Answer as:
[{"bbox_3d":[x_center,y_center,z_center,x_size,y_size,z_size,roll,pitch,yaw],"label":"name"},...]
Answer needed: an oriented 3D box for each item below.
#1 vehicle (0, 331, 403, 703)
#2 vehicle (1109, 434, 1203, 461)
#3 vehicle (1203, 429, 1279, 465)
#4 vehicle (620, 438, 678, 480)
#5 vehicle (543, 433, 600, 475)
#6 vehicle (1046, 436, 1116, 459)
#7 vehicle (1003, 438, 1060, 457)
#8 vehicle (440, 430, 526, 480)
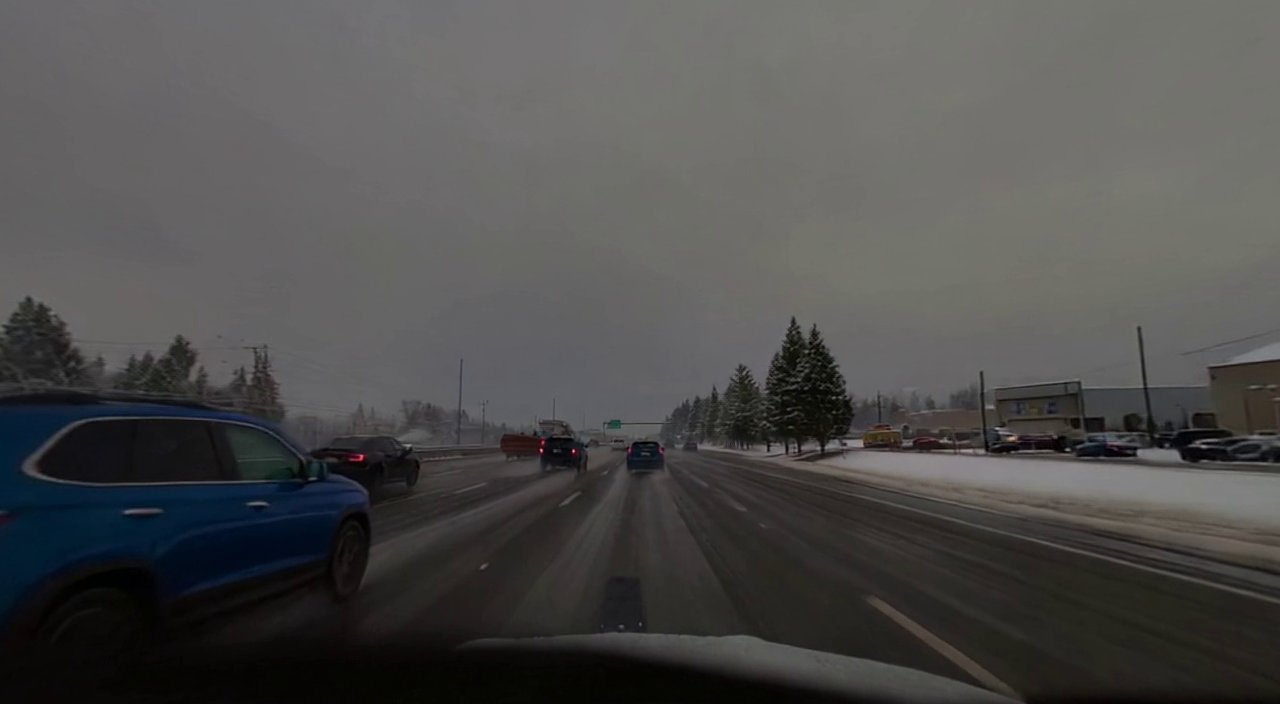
[{"bbox_3d":[-3.232,0.985,3.631,1.961,1.687,4.453,0,-8,0],"label":"vehicle"},{"bbox_3d":[30.433,5.664,37.410,1.838,1.491,4.554,0,-8,2],"label":"vehicle"},{"bbox_3d":[30.334,4.633,30.692,1.843,1.626,4.378,0,-8,1],"label":"vehicle"},{"bbox_3d":[0.338,4.113,24.548,2.090,1.474,3.970,0,-8,0],"label":"vehicle"},{"bbox_3d":[-2.959,4.498,28.048,2.007,1.730,4.412,0,-8,0],"label":"vehicle"},{"bbox_3d":[30.470,6.604,43.716,1.722,1.461,4.302,0,-8,1],"label":"vehicle"},{"bbox_3d":[30.551,7.492,49.388,1.598,1.384,4.580,0,-8,1],"label":"vehicle"},{"bbox_3d":[-6.180,4.130,25.538,2.125,1.804,4.864,0,-8,1],"label":"vehicle"}]
